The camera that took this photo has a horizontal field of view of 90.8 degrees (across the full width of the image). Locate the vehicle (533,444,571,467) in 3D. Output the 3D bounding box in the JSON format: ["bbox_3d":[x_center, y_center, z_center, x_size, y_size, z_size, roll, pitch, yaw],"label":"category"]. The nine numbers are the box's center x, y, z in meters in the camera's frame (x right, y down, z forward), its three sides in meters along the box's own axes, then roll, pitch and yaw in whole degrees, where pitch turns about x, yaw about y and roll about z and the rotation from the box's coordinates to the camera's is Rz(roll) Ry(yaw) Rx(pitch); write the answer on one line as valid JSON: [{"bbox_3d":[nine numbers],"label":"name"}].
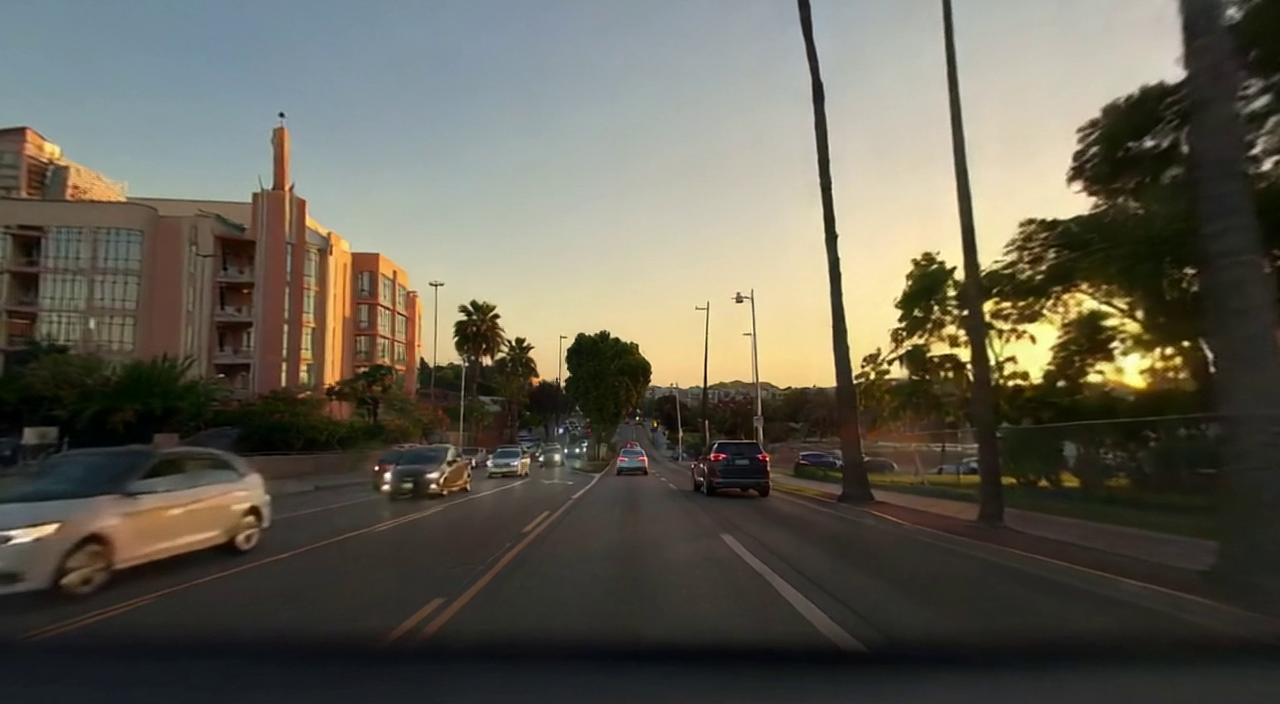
[{"bbox_3d":[-6.273,7.448,45.519,2.074,1.541,4.395,0,-8,0],"label":"vehicle"}]

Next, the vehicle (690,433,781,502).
[{"bbox_3d":[2.767,3.462,19.418,1.995,1.858,4.333,0,-8,-2],"label":"vehicle"}]

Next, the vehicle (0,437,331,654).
[{"bbox_3d":[-5.634,1.745,6.990,2.106,1.566,4.631,0,-8,-1],"label":"vehicle"}]

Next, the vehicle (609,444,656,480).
[{"bbox_3d":[-0.384,5.433,31.500,2.196,1.655,3.939,0,-8,-1],"label":"vehicle"}]

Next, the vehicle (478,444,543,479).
[{"bbox_3d":[-6.115,5.217,30.449,2.135,1.542,4.575,0,-8,0],"label":"vehicle"}]

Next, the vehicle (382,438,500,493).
[{"bbox_3d":[-5.841,3.373,19.228,2.083,1.451,4.707,0,-8,0],"label":"vehicle"}]
